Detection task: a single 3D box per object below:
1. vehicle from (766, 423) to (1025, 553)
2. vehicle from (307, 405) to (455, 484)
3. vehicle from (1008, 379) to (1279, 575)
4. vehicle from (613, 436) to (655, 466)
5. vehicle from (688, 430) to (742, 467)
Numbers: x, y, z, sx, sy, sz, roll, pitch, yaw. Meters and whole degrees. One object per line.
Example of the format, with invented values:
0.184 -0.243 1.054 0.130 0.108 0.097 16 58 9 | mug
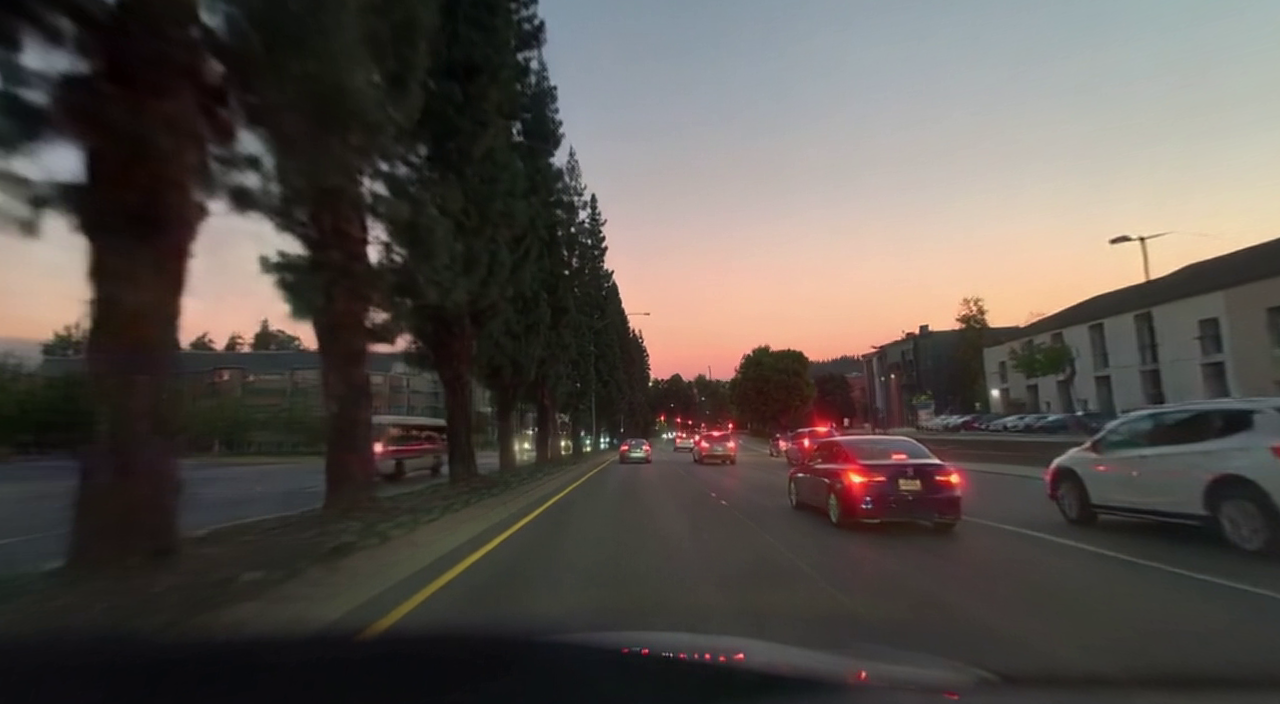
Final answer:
3.430 1.922 9.633 2.010 1.490 4.639 0 -8 0 | vehicle
-8.236 3.061 20.767 2.396 2.216 5.698 0 -9 0 | vehicle
7.166 1.455 7.720 2.188 1.840 5.050 0 -8 0 | vehicle
-0.313 5.254 33.465 2.111 1.506 4.018 0 -8 0 | vehicle
3.687 4.862 31.645 2.130 1.718 4.310 0 -8 -1 | vehicle
